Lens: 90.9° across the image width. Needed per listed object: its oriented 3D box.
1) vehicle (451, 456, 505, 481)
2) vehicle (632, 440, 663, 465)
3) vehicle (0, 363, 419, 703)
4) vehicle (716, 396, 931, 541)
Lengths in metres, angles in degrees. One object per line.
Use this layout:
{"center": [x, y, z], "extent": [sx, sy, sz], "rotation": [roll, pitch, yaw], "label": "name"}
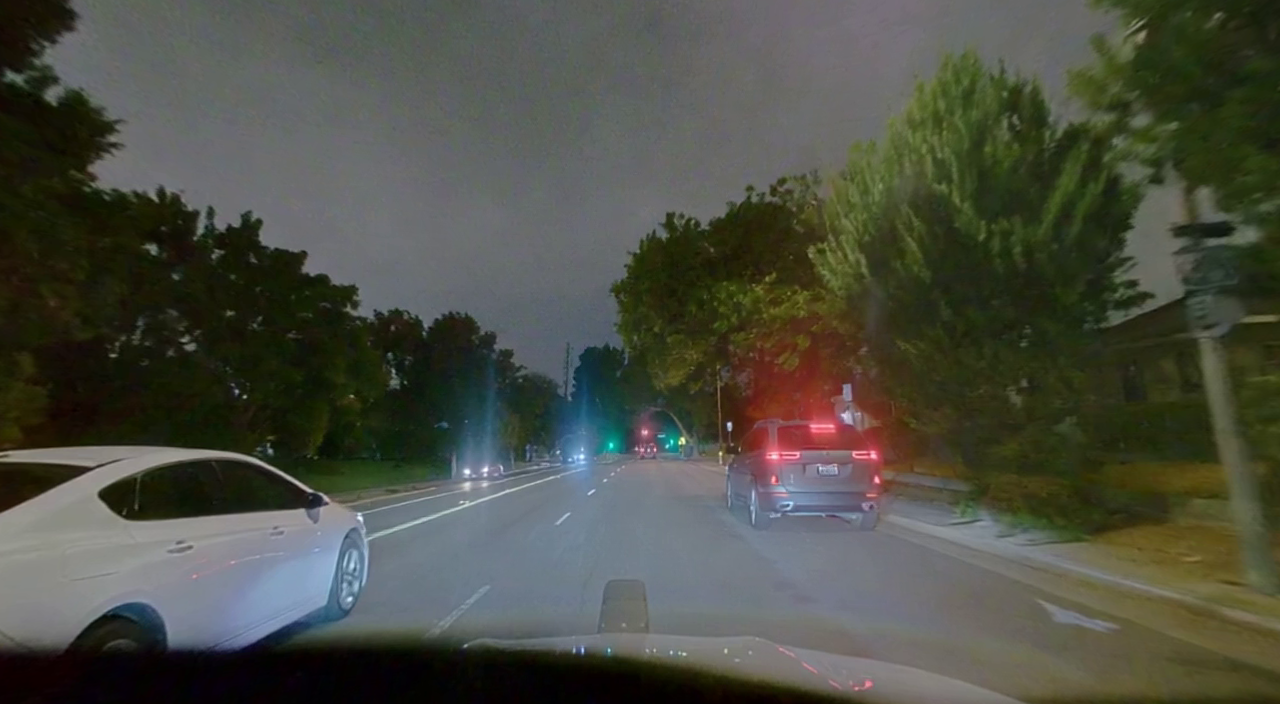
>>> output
{"center": [-10.455, 7.533, 41.004], "extent": [1.893, 1.441, 4.604], "rotation": [-1, -9, 6], "label": "vehicle"}
{"center": [0.522, 7.300, 45.990], "extent": [2.138, 1.729, 4.178], "rotation": [0, -9, 0], "label": "vehicle"}
{"center": [-3.213, 1.129, 3.806], "extent": [2.058, 1.659, 4.514], "rotation": [-1, -9, 1], "label": "vehicle"}
{"center": [2.987, 2.100, 11.950], "extent": [2.338, 2.063, 5.592], "rotation": [0, -9, 0], "label": "vehicle"}
